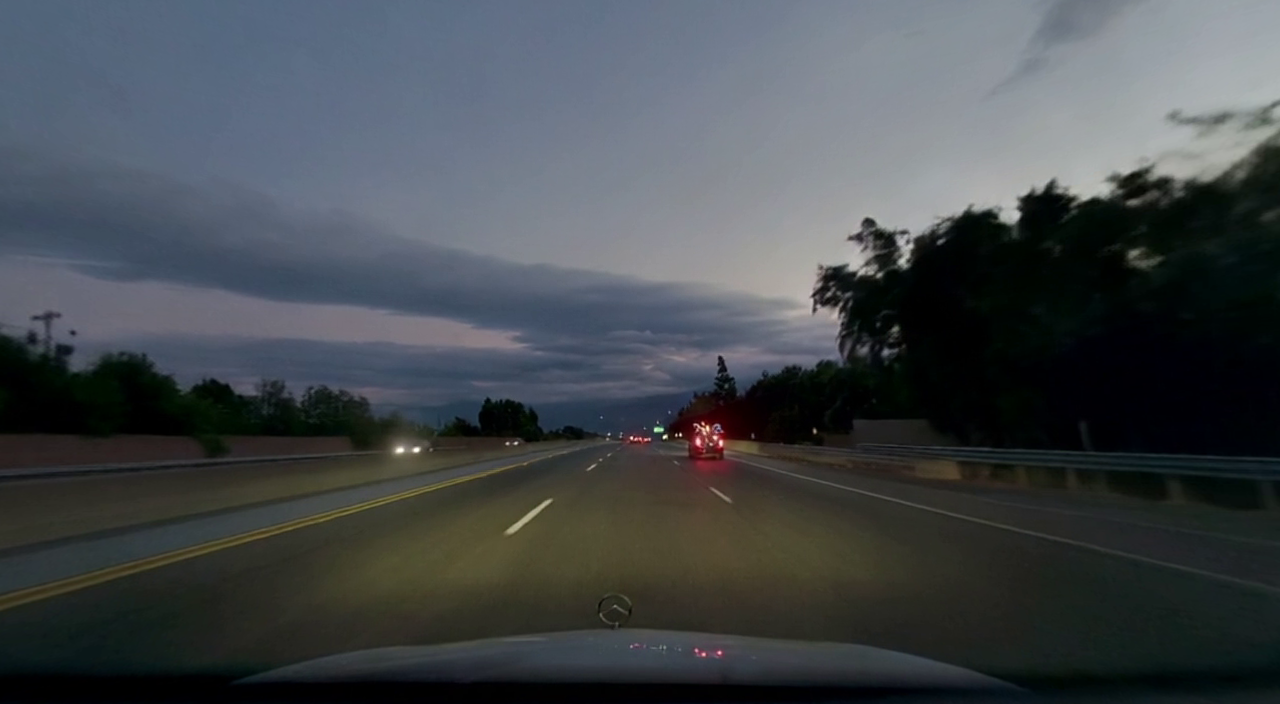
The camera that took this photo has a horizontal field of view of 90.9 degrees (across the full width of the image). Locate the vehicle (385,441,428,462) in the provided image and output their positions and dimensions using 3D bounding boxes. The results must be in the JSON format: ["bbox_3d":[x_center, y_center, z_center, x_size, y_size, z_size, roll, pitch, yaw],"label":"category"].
[{"bbox_3d":[-17.608,7.509,47.696,1.745,1.427,3.798,0,-8,0],"label":"vehicle"}]

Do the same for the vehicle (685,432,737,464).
[{"bbox_3d":[3.393,4.656,30.911,1.911,1.449,3.776,0,-8,-3],"label":"vehicle"}]
